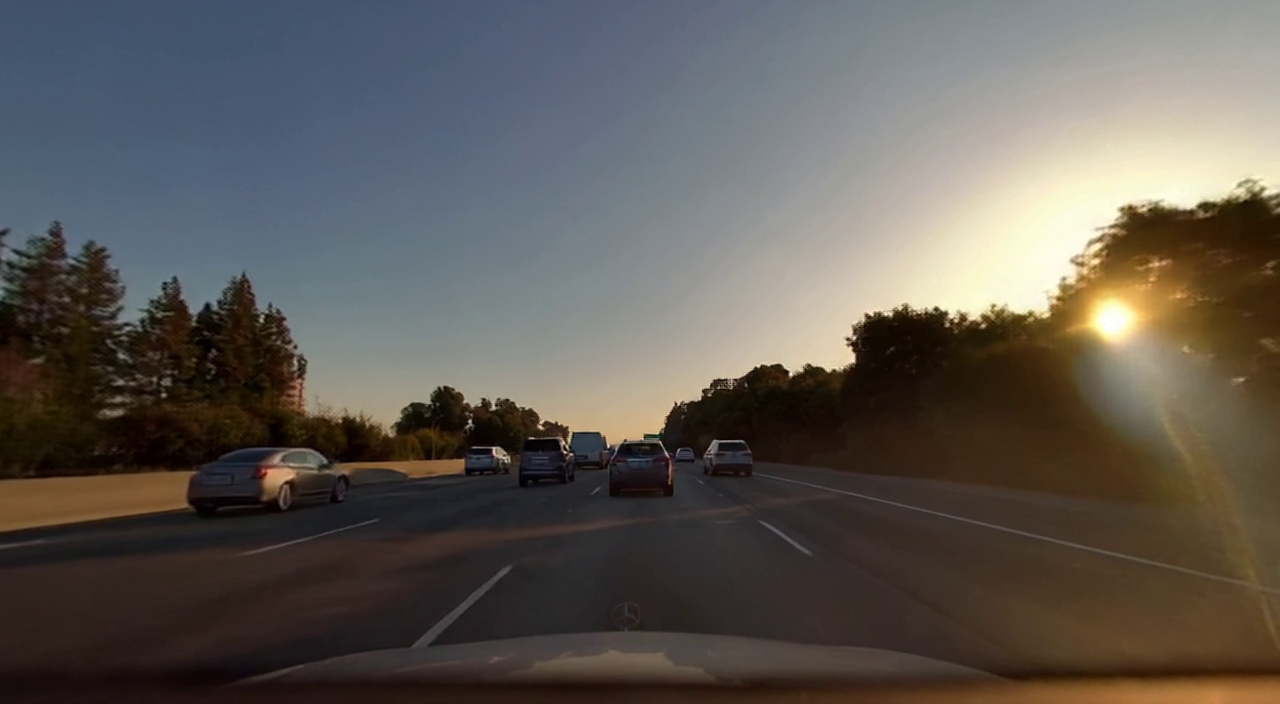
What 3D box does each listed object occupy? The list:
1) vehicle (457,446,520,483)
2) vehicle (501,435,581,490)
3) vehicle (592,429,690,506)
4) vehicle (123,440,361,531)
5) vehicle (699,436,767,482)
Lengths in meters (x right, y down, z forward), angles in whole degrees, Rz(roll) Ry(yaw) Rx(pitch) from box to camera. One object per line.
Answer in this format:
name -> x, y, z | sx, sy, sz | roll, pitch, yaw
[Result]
vehicle -> -7.112, 5.278, 29.982 | 1.931, 1.617, 4.060 | 0, -9, 0
vehicle -> -3.476, 3.964, 22.952 | 2.142, 1.808, 4.266 | 0, -9, 1
vehicle -> 0.050, 2.949, 16.492 | 2.223, 1.722, 4.177 | 0, -9, 1
vehicle -> -7.743, 2.594, 12.936 | 1.927, 1.514, 4.474 | 0, -9, 0
vehicle -> 4.013, 4.722, 28.139 | 2.175, 1.830, 5.173 | 0, -9, -1
